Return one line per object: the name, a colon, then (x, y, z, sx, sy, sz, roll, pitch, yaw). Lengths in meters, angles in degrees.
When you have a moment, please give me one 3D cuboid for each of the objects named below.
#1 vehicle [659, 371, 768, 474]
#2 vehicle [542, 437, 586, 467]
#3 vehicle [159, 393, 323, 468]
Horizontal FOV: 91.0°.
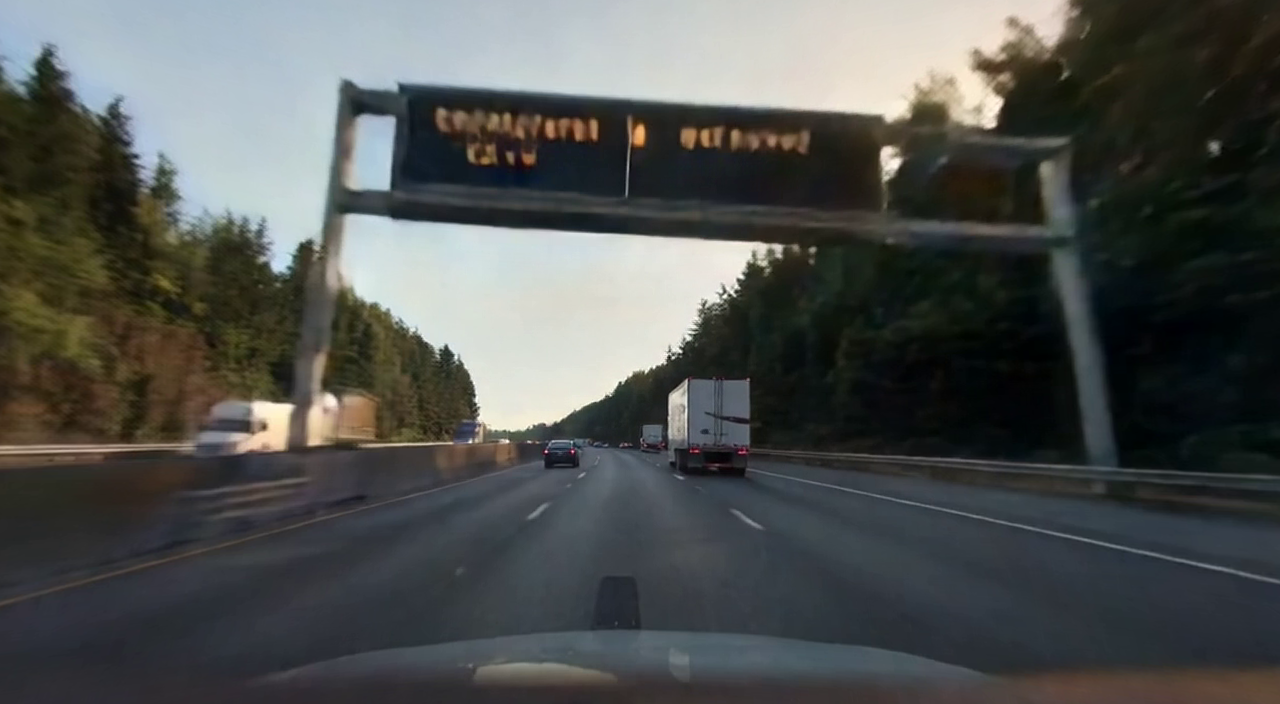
vehicle: (3.062, 3.704, 31.478, 3.116, 3.992, 13.748, 0, -8, -3)
vehicle: (-4.451, 5.962, 37.662, 2.206, 1.644, 4.027, 0, -8, -1)
vehicle: (-15.943, 3.270, 25.805, 2.803, 2.673, 6.158, 0, -8, -2)
